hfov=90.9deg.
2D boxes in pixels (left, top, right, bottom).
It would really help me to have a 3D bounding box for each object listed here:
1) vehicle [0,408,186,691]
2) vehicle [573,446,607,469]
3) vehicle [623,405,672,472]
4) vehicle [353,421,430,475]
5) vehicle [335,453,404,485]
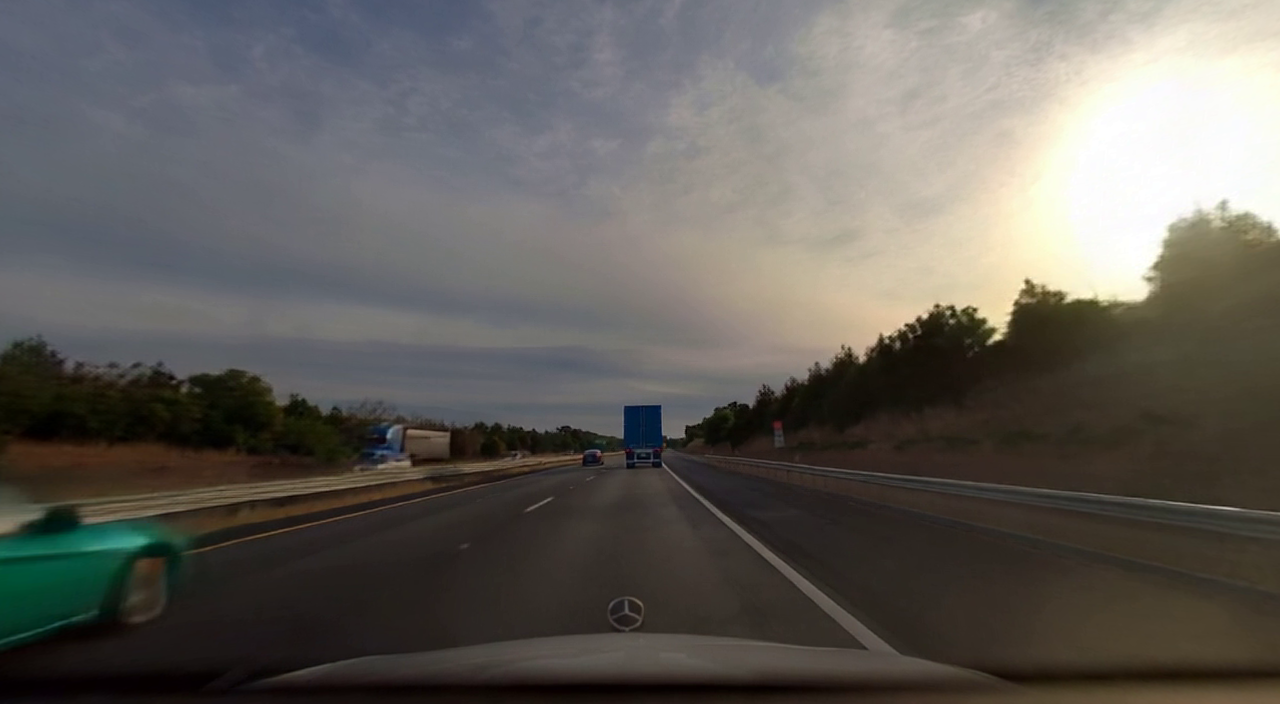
[{"bbox_3d":[-4.546,0.937,2.498,2.051,1.538,4.569,0,-9,0],"label":"vehicle"},{"bbox_3d":[-3.654,7.759,46.463,2.063,1.583,4.049,0,-9,1],"label":"vehicle"},{"bbox_3d":[0.497,5.888,42.467,2.899,3.966,10.053,0,-9,1],"label":"vehicle"},{"bbox_3d":[-17.545,6.834,44.962,2.958,3.590,6.128,0,-9,0],"label":"vehicle"},{"bbox_3d":[-13.256,5.743,31.123,1.660,1.399,3.788,0,-9,1],"label":"vehicle"}]
